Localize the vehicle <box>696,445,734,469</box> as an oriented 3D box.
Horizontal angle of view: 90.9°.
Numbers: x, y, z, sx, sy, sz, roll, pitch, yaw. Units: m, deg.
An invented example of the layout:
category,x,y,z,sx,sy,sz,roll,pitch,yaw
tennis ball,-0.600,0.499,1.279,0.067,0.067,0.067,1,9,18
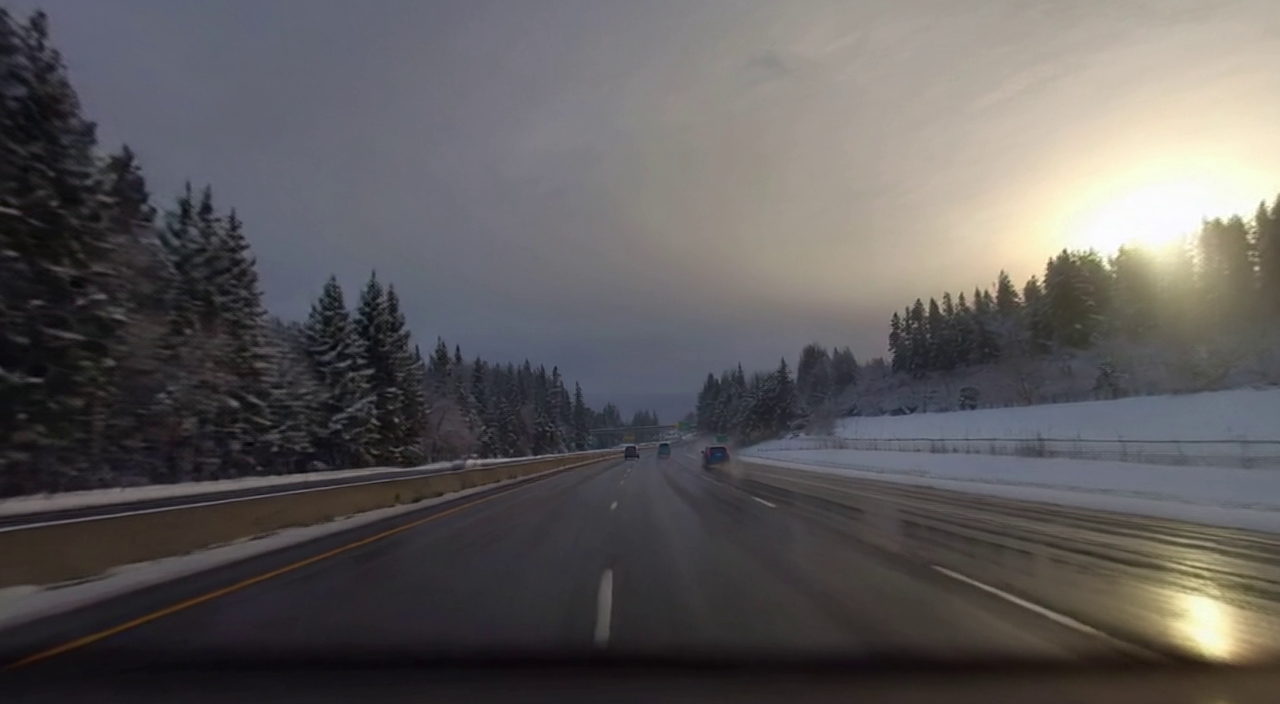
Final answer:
category,x,y,z,sx,sy,sz,roll,pitch,yaw
vehicle,5.231,7.375,44.498,2.175,1.574,3.943,0,-9,-1
